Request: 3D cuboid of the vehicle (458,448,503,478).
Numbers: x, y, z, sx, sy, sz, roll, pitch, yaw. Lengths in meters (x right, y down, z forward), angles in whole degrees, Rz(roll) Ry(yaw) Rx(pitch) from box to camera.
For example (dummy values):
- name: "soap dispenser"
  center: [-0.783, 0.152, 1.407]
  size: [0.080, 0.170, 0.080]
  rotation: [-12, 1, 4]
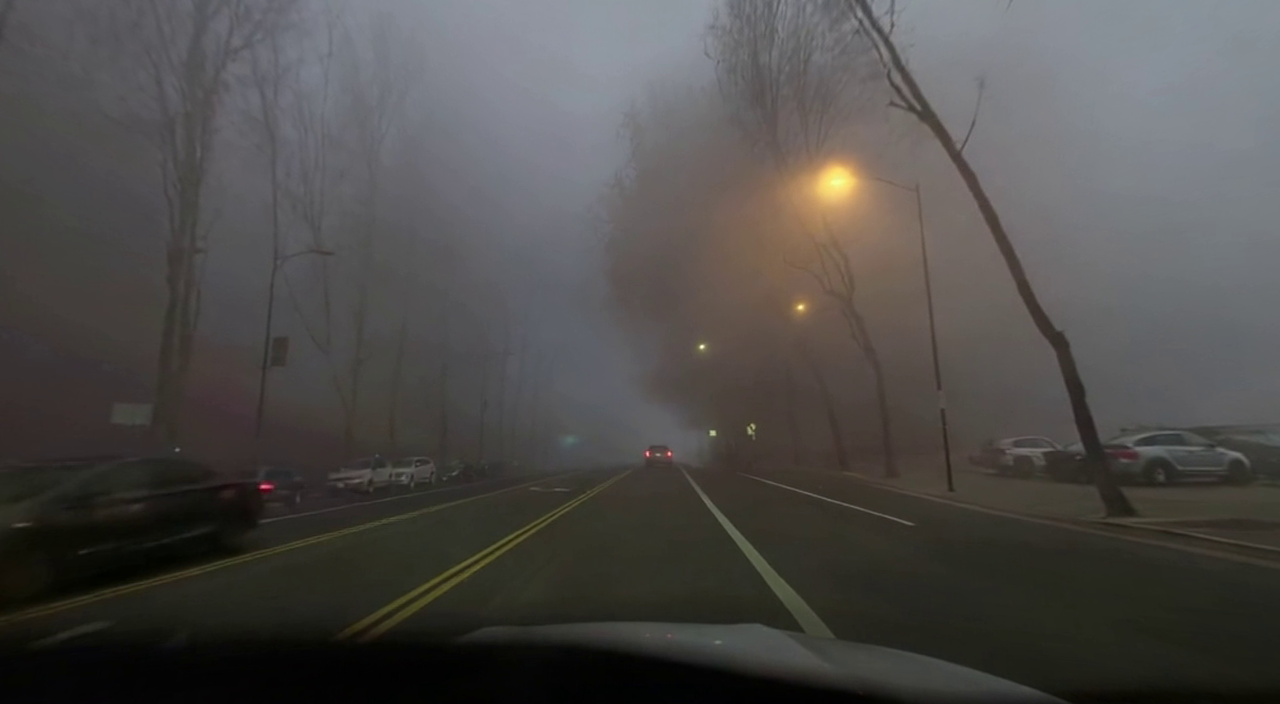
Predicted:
- name: "vehicle"
  center: [-10.943, 7.611, 43.642]
  size: [1.961, 1.829, 4.761]
  rotation: [-1, -8, -1]

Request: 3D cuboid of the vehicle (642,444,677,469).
- name: "vehicle"
  center: [1.216, 6.468, 39.237]
  size: [2.051, 1.454, 4.132]
  rotation: [0, -8, 2]

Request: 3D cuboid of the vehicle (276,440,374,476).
- name: "vehicle"
  center: [-20.898, 7.060, 42.044]
  size: [5.470, 1.945, 2.151]
  rotation: [-4, -9, 3]

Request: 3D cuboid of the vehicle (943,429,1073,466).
- name: "vehicle"
  center: [16.286, 4.258, 28.138]
  size: [4.540, 1.547, 1.841]
  rotation: [-1, -8, 4]

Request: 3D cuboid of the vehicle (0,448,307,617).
- name: "vehicle"
  center: [-6.398, 1.939, 7.851]
  size: [1.993, 1.463, 4.265]
  rotation: [-1, -8, 3]

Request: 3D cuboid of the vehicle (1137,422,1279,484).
- name: "vehicle"
  center: [16.037, 2.645, 16.856]
  size: [3.922, 1.420, 1.784]
  rotation: [-3, -9, 1]

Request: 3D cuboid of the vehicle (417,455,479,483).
- name: "vehicle"
  center: [-11.404, 6.985, 37.886]
  size: [2.079, 1.406, 4.609]
  rotation: [-1, -8, 4]
